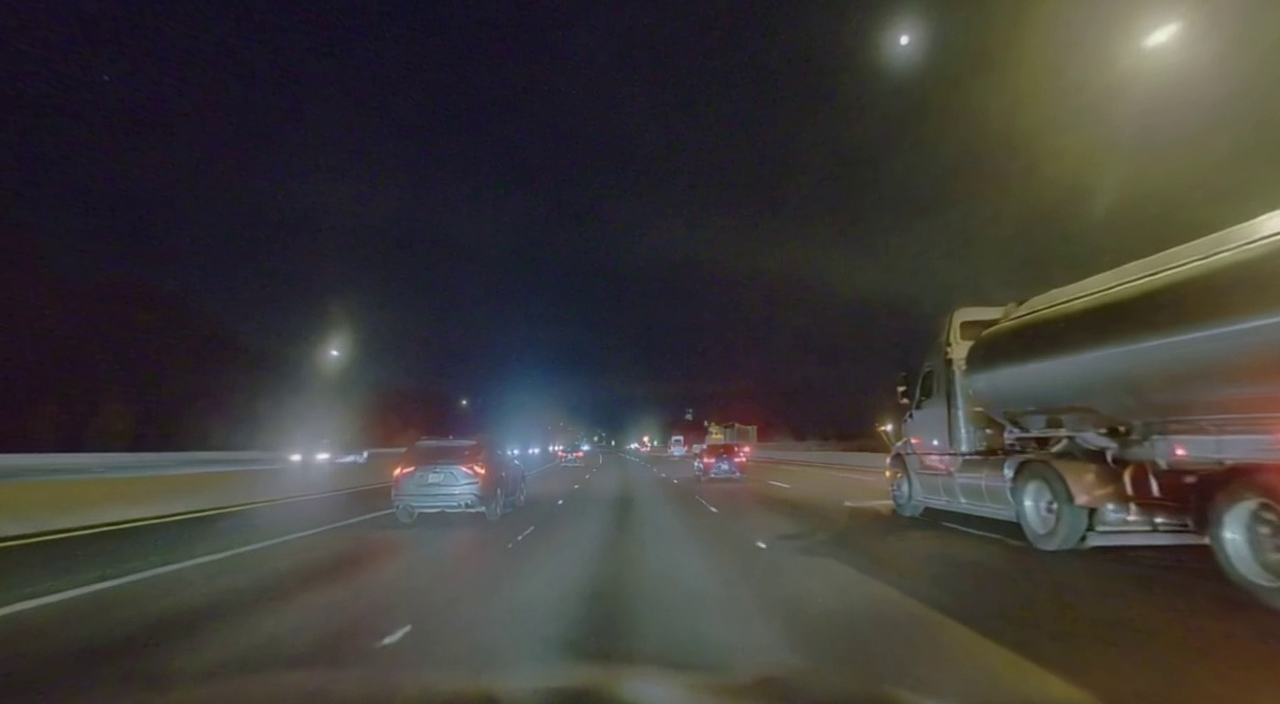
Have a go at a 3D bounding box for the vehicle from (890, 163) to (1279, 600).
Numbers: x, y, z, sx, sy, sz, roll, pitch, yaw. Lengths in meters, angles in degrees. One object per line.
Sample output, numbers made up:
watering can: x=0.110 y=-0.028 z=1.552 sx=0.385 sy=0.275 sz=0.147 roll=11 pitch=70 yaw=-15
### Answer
vehicle: x=7.381 y=0.565 z=7.647 sx=3.548 sy=3.827 sz=11.870 roll=0 pitch=-9 yaw=-2

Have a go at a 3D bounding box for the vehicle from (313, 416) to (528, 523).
vehicle: x=-4.328 y=2.479 z=13.925 sx=2.684 sy=1.839 sz=5.803 roll=0 pitch=-8 yaw=0

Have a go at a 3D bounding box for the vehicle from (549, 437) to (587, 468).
vehicle: x=-4.634 y=6.507 z=41.039 sx=2.149 sy=1.843 sz=4.348 roll=0 pitch=-9 yaw=-3

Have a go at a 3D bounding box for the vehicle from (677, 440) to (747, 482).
vehicle: x=2.786 y=4.362 z=25.537 sx=2.053 sy=1.510 sz=4.400 roll=0 pitch=-9 yaw=-3
